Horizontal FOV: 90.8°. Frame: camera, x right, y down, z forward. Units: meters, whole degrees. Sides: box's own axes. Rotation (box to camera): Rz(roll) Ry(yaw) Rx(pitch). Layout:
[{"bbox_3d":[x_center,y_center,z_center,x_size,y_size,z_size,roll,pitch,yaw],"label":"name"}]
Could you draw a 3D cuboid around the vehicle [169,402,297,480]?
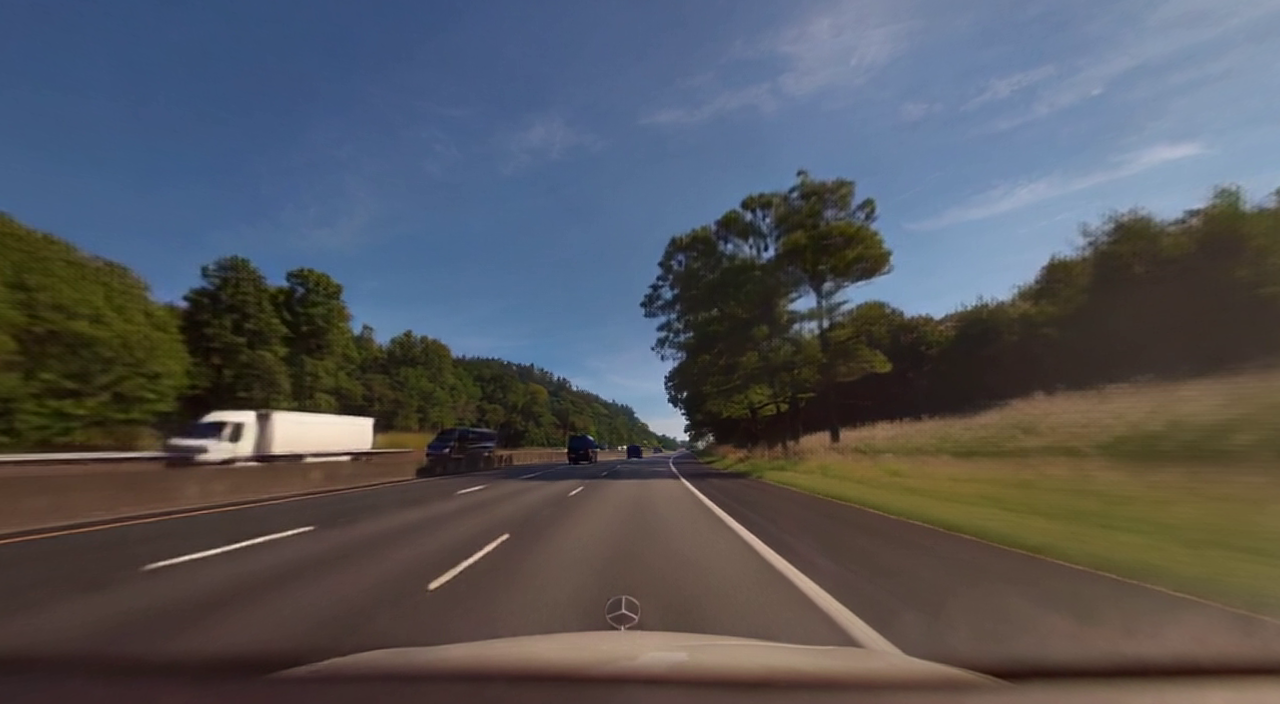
[{"bbox_3d":[-22.712,5.071,35.707,2.978,3.973,5.910,-1,-9,2],"label":"vehicle"}]
